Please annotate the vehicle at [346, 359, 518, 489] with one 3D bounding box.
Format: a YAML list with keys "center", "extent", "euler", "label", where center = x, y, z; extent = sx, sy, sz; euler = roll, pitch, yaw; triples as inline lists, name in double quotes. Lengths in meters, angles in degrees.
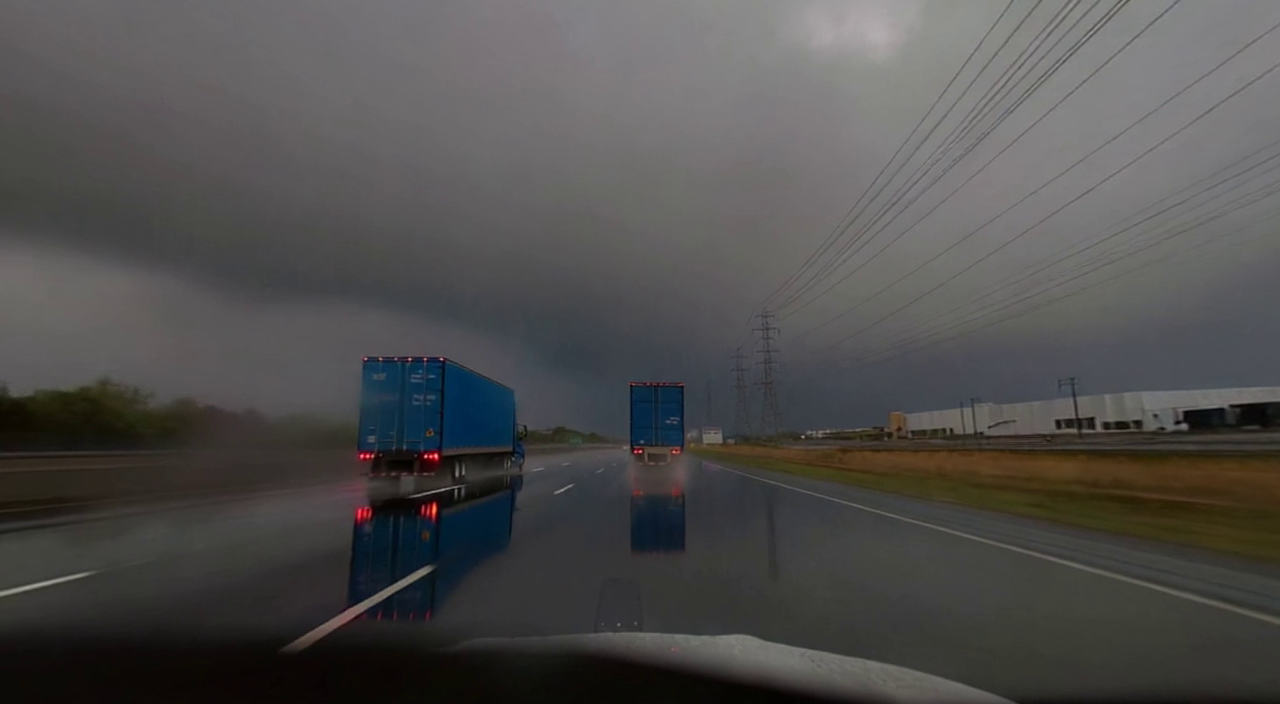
- center: [-7.464, 3.035, 25.089]
  extent: [2.937, 3.981, 11.119]
  euler: [-1, -8, 1]
  label: "vehicle"

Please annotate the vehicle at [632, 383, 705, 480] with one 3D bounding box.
- center: [1.147, 3.906, 30.331]
  extent: [2.858, 3.847, 10.034]
  euler: [0, -9, 0]
  label: "vehicle"
